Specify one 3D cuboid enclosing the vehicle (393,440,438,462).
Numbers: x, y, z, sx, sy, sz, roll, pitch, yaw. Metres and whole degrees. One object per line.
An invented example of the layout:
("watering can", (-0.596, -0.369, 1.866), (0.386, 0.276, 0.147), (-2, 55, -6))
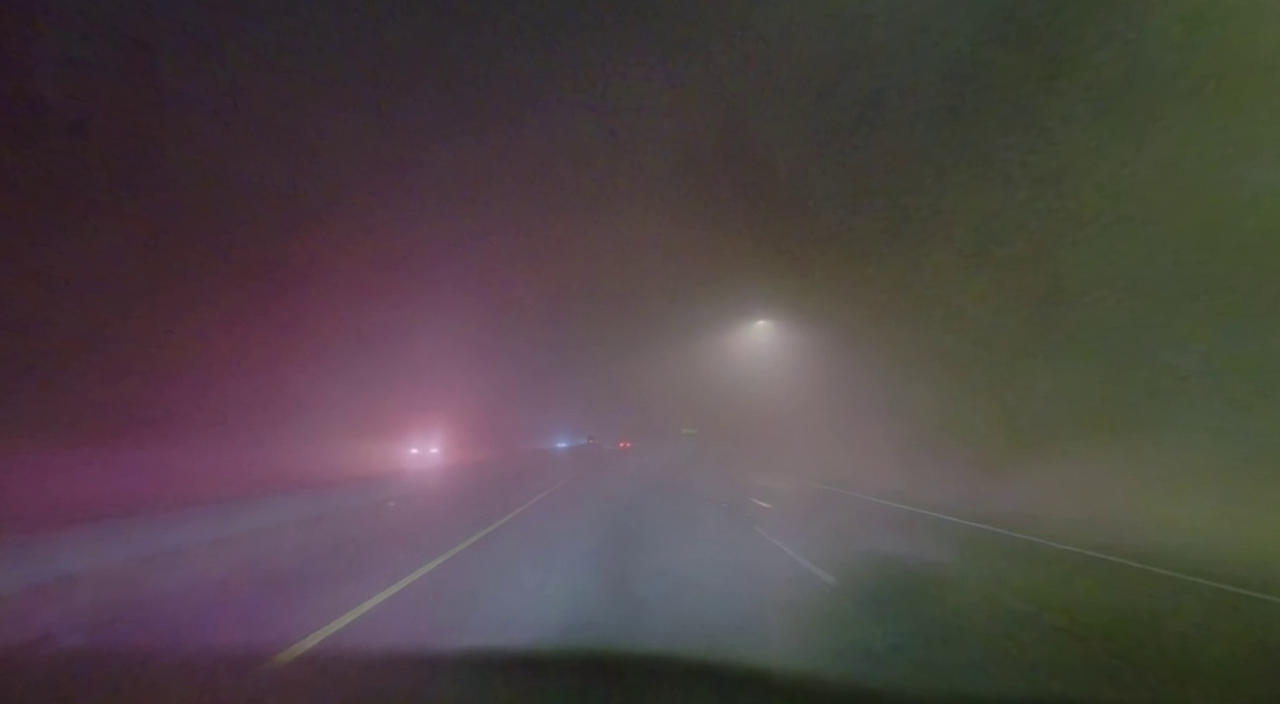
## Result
("vehicle", (-16.859, 7.443, 47.420), (1.911, 1.576, 4.301), (0, -8, -1))
